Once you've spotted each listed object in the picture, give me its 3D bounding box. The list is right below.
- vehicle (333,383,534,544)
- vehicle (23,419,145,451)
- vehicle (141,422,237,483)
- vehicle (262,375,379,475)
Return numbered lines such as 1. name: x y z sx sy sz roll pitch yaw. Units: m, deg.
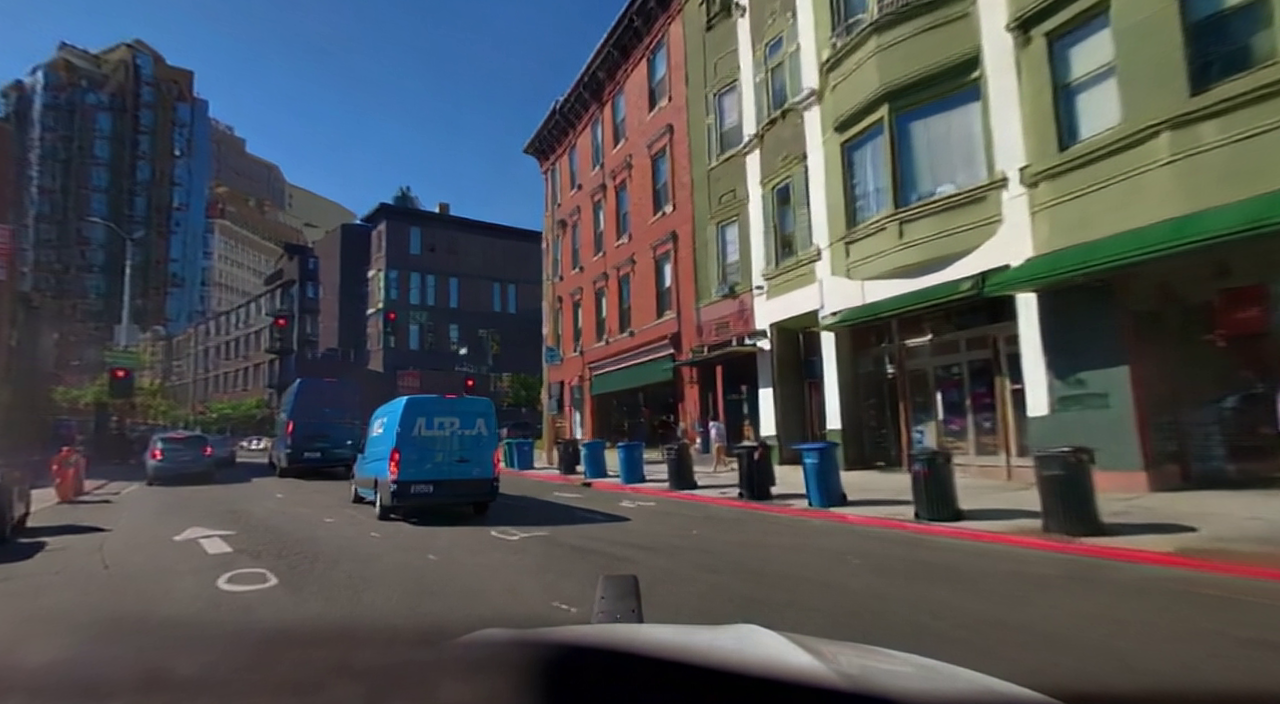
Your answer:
1. vehicle: -3.422 1.624 9.862 1.951 1.907 4.266 5 -9 -32
2. vehicle: -26.291 3.945 29.904 1.657 1.400 3.951 -5 -9 33
3. vehicle: -12.155 2.661 17.050 1.841 1.461 3.426 5 -9 -34
4. vehicle: -10.490 2.405 20.359 2.333 2.703 6.504 5 -9 -34
